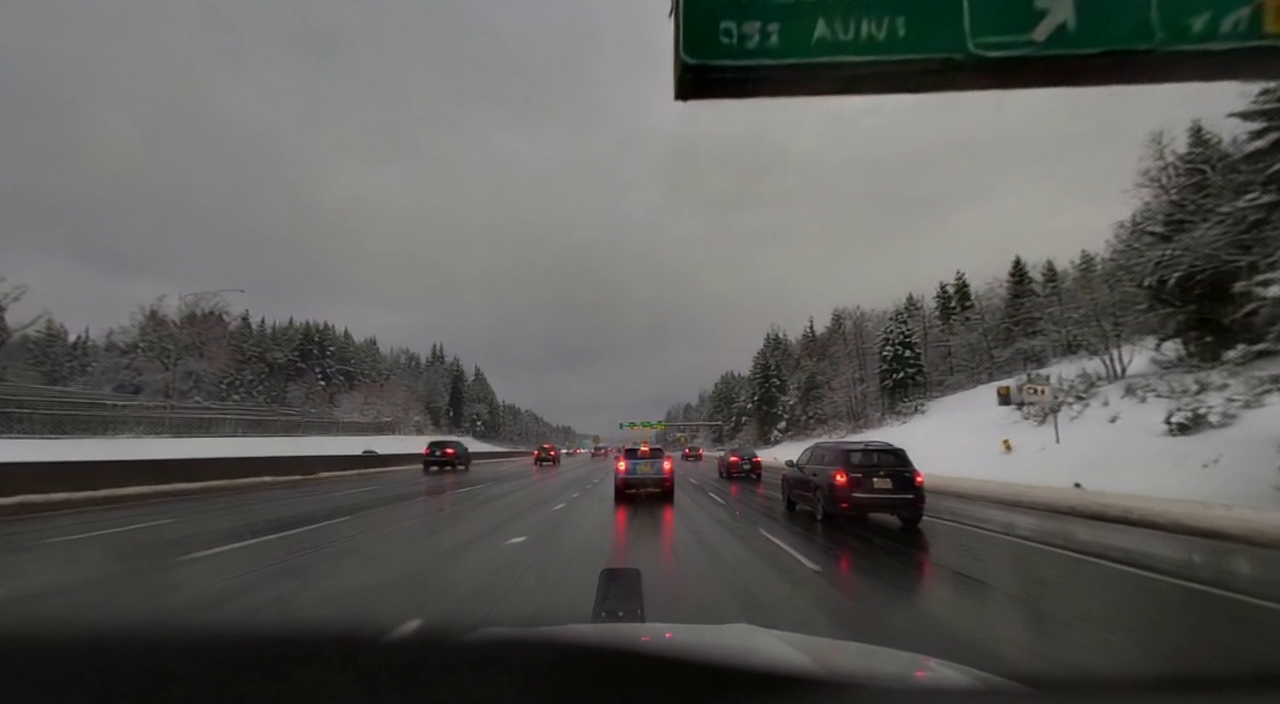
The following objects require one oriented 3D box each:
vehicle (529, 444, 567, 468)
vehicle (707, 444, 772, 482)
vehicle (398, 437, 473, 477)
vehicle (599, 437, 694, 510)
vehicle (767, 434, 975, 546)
[{"bbox_3d":[-6.382,7.250,44.088,2.014,1.587,4.265,0,-9,0],"label":"vehicle"},{"bbox_3d":[4.196,4.758,27.299,2.002,1.499,4.710,0,-9,-1],"label":"vehicle"},{"bbox_3d":[-10.024,5.169,31.331,1.978,1.821,4.975,0,-9,1],"label":"vehicle"},{"bbox_3d":[0.152,2.904,15.513,2.044,1.554,3.824,0,-9,0],"label":"vehicle"},{"bbox_3d":[3.617,2.223,10.791,2.044,1.523,3.947,0,-9,0],"label":"vehicle"}]
